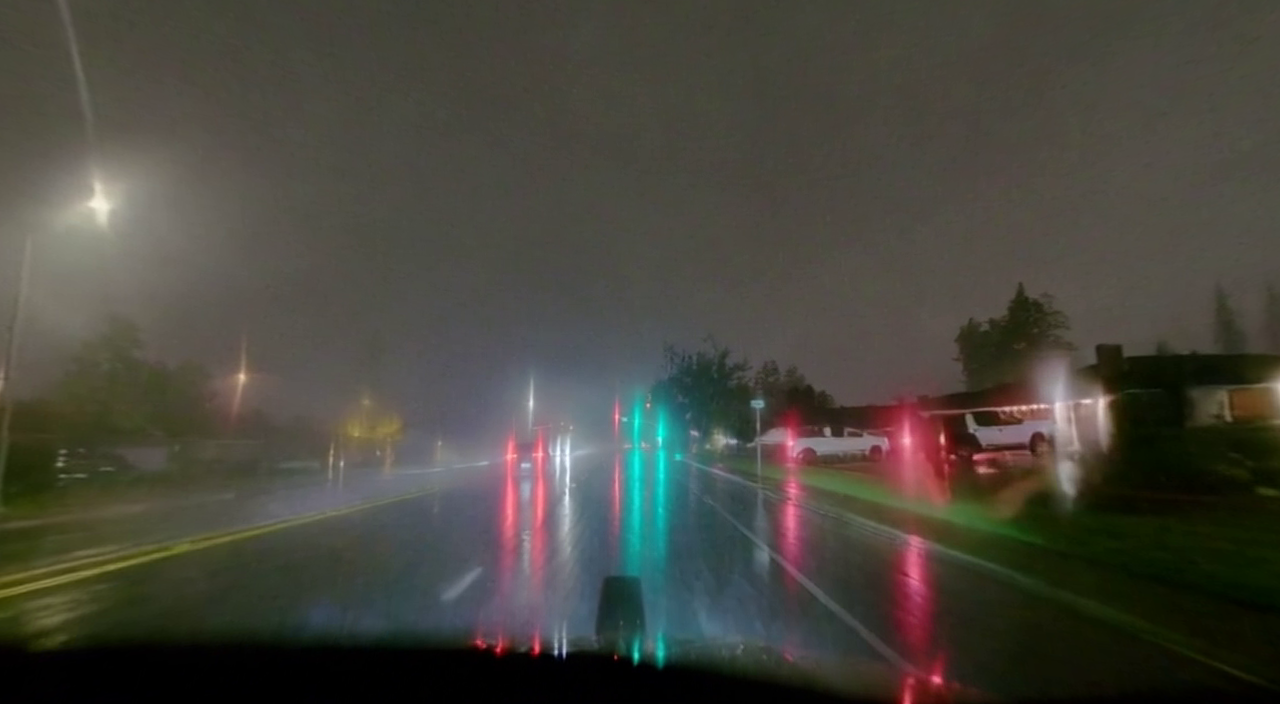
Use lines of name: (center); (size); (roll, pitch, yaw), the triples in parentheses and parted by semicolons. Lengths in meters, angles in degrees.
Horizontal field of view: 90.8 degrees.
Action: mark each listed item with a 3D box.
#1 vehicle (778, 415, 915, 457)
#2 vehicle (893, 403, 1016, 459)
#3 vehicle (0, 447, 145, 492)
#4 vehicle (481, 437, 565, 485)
vehicle: (10.368, 4.275, 32.172); (6.098, 2.021, 2.524); (0, -8, 1)
vehicle: (10.670, 2.790, 21.876); (1.908, 1.703, 4.511); (0, -9, 0)
vehicle: (-24.351, 4.929, 26.727); (4.922, 1.766, 1.998); (0, -8, -4)
vehicle: (-3.882, 3.692, 21.711); (2.030, 1.467, 4.251); (0, -8, 0)
